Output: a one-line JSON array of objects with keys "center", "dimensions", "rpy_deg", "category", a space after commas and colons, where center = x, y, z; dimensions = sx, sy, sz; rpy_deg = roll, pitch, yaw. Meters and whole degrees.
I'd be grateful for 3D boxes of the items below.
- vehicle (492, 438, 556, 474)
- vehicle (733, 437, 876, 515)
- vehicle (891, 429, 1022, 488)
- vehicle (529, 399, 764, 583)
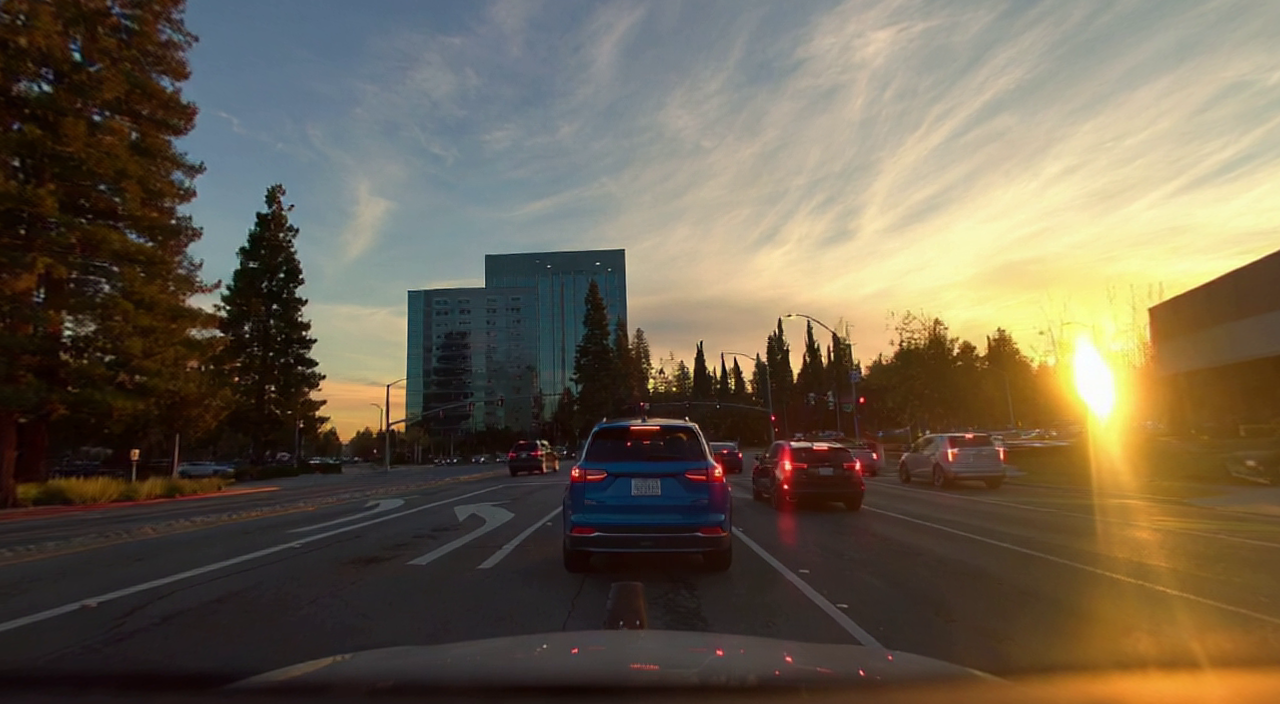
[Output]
[{"center": [-6.330, 5.768, 35.225], "dimensions": [2.555, 1.819, 5.145], "rpy_deg": [0, -9, 0], "category": "vehicle"}, {"center": [3.485, 2.704, 14.338], "dimensions": [1.997, 1.471, 4.321], "rpy_deg": [0, -9, -1], "category": "vehicle"}, {"center": [10.840, 3.693, 22.137], "dimensions": [2.123, 1.812, 4.553], "rpy_deg": [0, -9, -1], "category": "vehicle"}, {"center": [0.055, 1.657, 8.269], "dimensions": [2.266, 1.762, 4.131], "rpy_deg": [0, -9, 0], "category": "vehicle"}]
